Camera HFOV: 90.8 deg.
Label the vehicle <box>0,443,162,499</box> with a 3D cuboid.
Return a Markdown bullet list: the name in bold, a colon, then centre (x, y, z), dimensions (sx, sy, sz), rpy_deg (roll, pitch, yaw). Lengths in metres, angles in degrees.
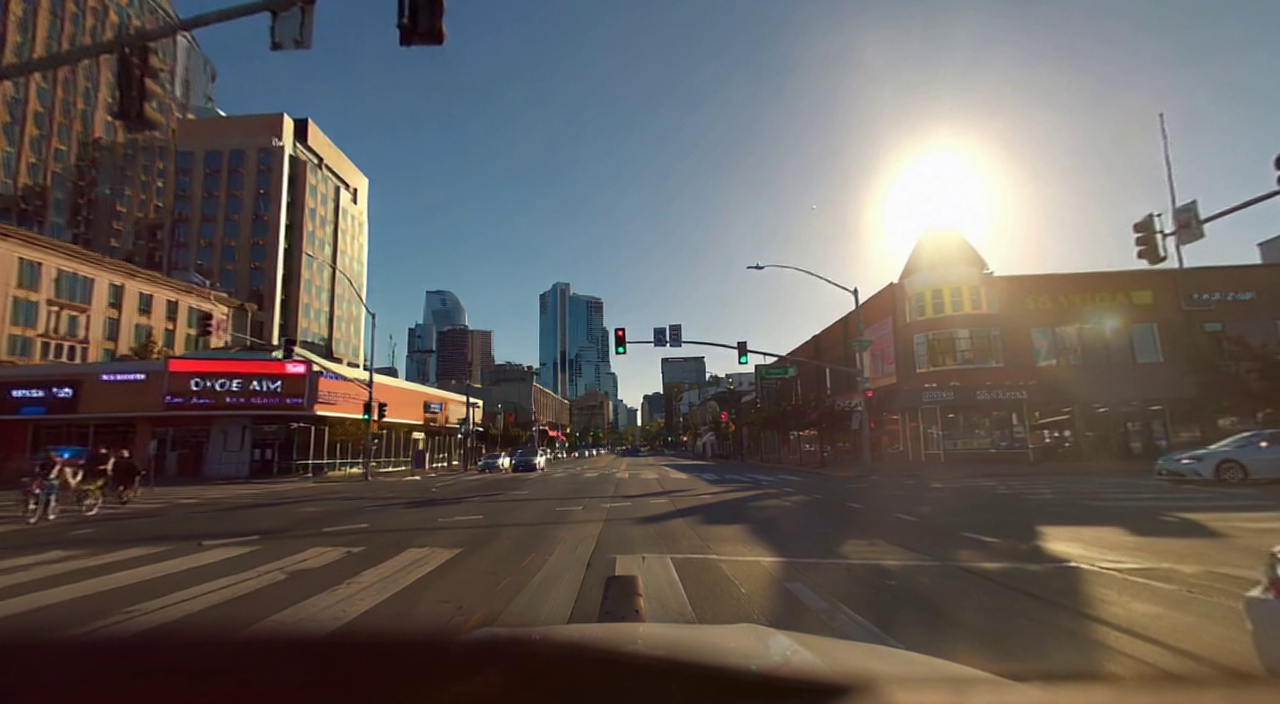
- **vehicle**: centre (-21.102, 4.365, 23.511), dimensions (5.161, 1.910, 2.275), rpy_deg (-2, -9, 11)

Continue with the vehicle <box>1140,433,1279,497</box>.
- **vehicle**: centre (15.463, 2.724, 15.425), dimensions (4.651, 1.463, 1.880), rpy_deg (-2, -9, 9)

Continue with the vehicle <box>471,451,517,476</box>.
- **vehicle**: centre (-9.771, 7.476, 42.544), dimensions (2.106, 1.505, 4.228), rpy_deg (0, -9, 0)

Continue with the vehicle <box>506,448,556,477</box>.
- **vehicle**: centre (-6.705, 6.836, 39.451), dimensions (2.181, 1.703, 4.512), rpy_deg (-1, -9, 2)
